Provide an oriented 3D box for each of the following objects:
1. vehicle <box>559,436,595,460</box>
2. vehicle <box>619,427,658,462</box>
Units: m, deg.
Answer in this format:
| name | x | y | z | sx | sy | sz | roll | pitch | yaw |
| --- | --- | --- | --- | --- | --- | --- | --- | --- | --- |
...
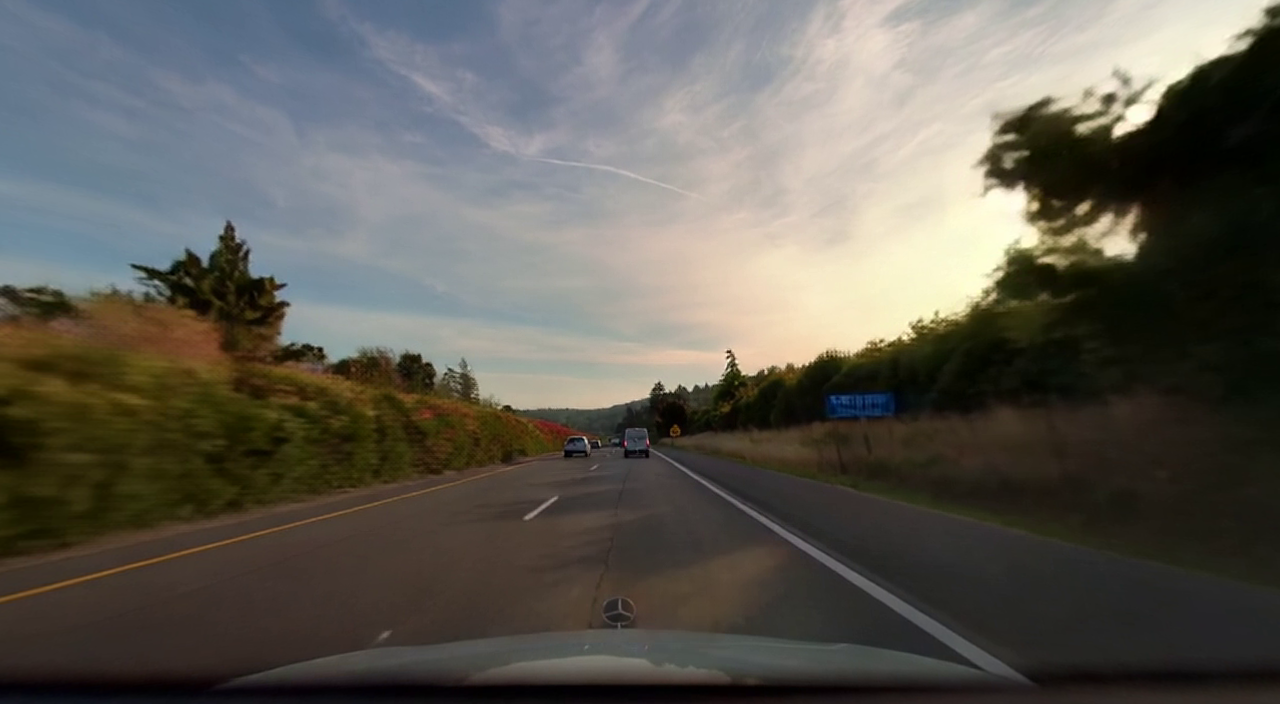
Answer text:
| name | x | y | z | sx | sy | sz | roll | pitch | yaw |
| --- | --- | --- | --- | --- | --- | --- | --- | --- | --- |
| vehicle | -4.213 | 6.463 | 42.524 | 2.062 | 1.567 | 4.117 | 0 | -8 | -1 |
| vehicle | -0.166 | 5.609 | 38.358 | 2.223 | 1.957 | 4.416 | 0 | -8 | -2 |
